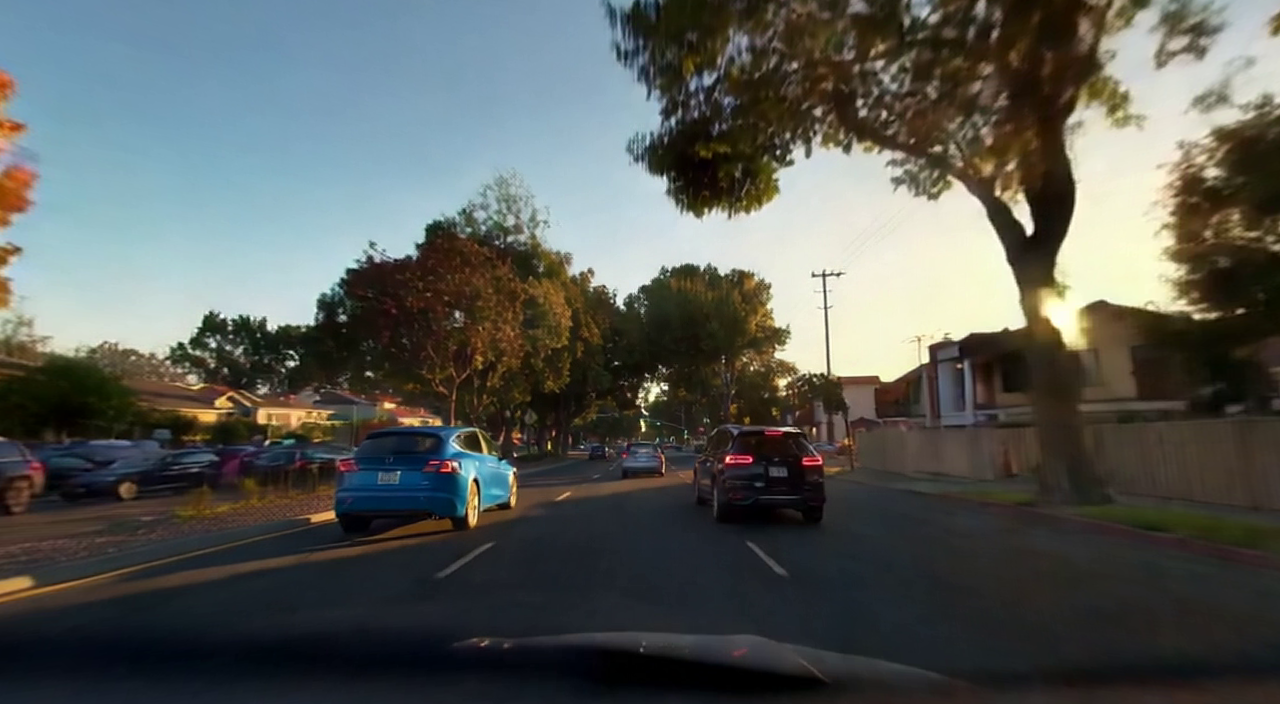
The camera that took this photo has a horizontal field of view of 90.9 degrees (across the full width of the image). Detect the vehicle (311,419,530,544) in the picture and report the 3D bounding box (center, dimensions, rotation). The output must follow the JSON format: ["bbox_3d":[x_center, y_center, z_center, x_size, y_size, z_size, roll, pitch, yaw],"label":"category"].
[{"bbox_3d":[-3.422,2.120,11.032,2.043,1.687,4.676,0,-8,2],"label":"vehicle"}]

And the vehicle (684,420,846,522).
[{"bbox_3d":[2.329,2.389,13.198,2.280,1.747,4.361,1,-8,-3],"label":"vehicle"}]

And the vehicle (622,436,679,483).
[{"bbox_3d":[0.360,3.936,23.310,1.922,1.579,3.642,0,-8,0],"label":"vehicle"}]

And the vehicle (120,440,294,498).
[{"bbox_3d":[-12.330,3.323,18.387,1.849,1.452,4.423,0,-8,1],"label":"vehicle"}]

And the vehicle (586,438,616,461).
[{"bbox_3d":[-3.013,7.700,49.743,2.014,1.755,4.360,0,-8,1],"label":"vehicle"}]
